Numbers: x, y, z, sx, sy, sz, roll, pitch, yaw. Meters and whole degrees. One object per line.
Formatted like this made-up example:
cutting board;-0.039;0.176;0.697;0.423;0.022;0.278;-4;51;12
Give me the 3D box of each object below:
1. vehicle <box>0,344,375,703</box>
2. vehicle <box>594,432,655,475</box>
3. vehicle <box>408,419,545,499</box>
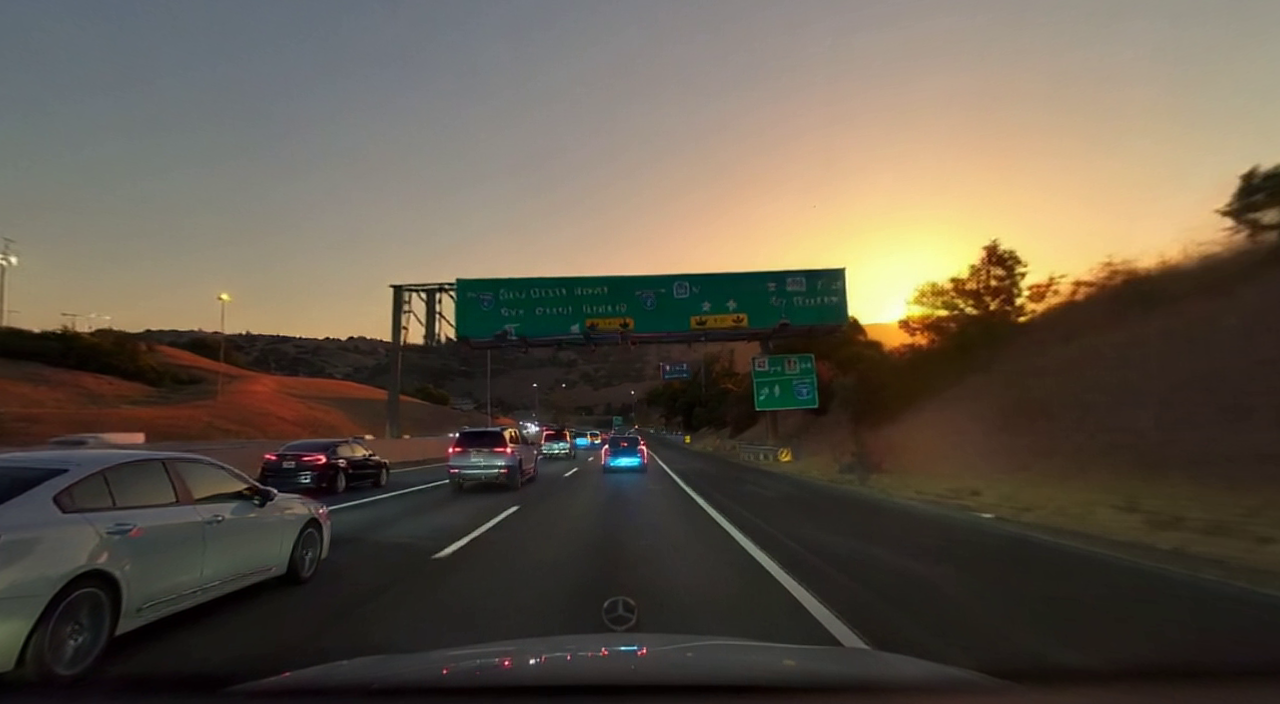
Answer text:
vehicle;-3.846;1.050;4.384;2.107;1.703;4.274;0;-8;0
vehicle;-0.553;3.736;23.490;2.070;1.452;3.834;0;-8;-1
vehicle;-3.836;2.590;15.747;2.154;1.690;4.595;0;-8;0
